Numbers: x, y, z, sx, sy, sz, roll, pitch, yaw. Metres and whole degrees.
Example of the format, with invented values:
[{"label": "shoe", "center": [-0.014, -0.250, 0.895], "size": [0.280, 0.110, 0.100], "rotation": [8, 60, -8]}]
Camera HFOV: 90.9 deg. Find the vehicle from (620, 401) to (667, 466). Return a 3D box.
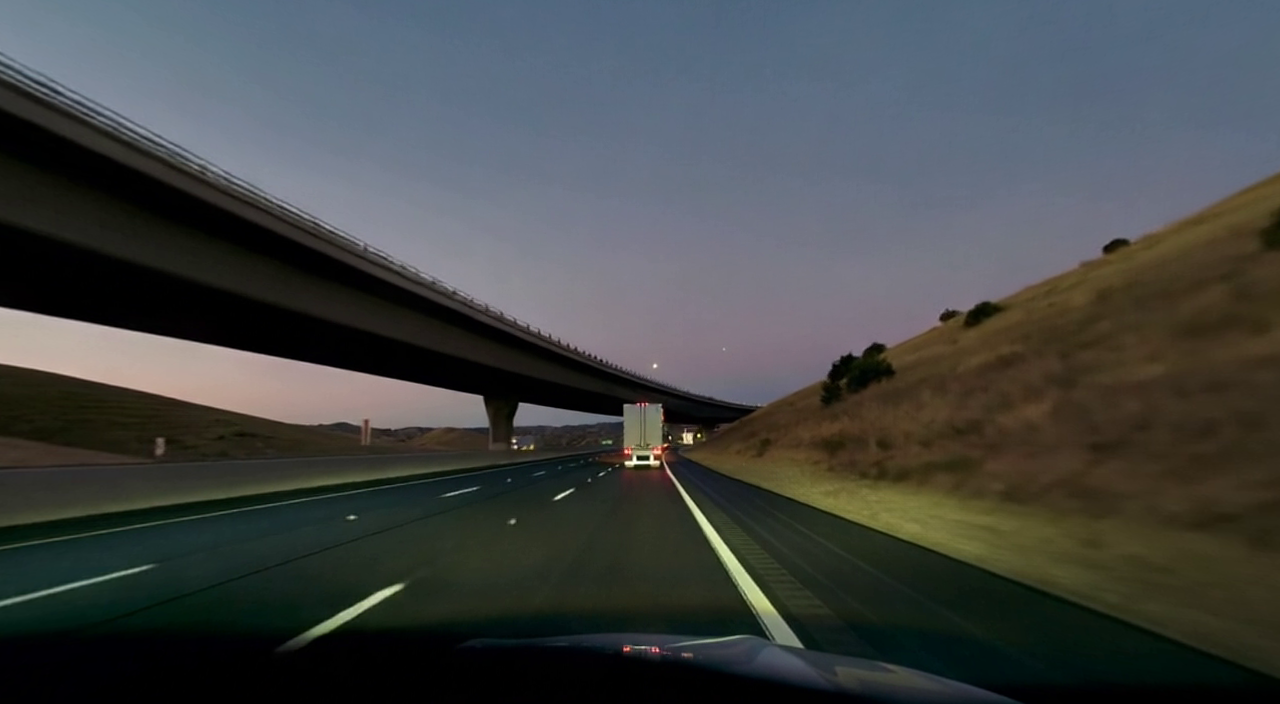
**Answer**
[{"label": "vehicle", "center": [0.163, 5.839, 44.451], "size": [2.866, 4.014, 11.261], "rotation": [0, -8, 0]}]
